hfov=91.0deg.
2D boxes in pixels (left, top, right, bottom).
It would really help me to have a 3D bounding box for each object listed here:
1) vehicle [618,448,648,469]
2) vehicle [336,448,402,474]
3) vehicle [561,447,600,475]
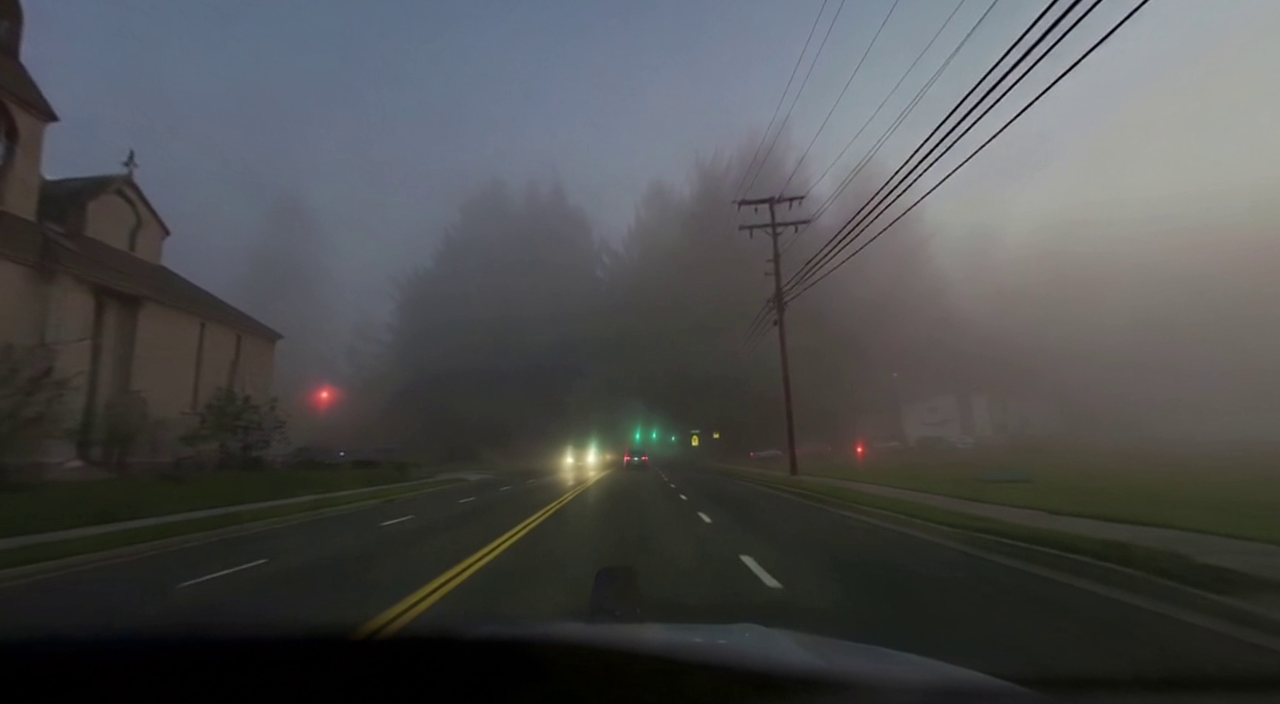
[{"bbox_3d":[-0.532,7.799,46.234,2.093,1.497,4.010,0,-9,-1],"label":"vehicle"},{"bbox_3d":[-20.090,8.031,46.628,4.611,1.837,2.140,-5,-10,32],"label":"vehicle"},{"bbox_3d":[-3.740,6.941,40.261,2.017,1.634,4.479,-1,-9,1],"label":"vehicle"}]
